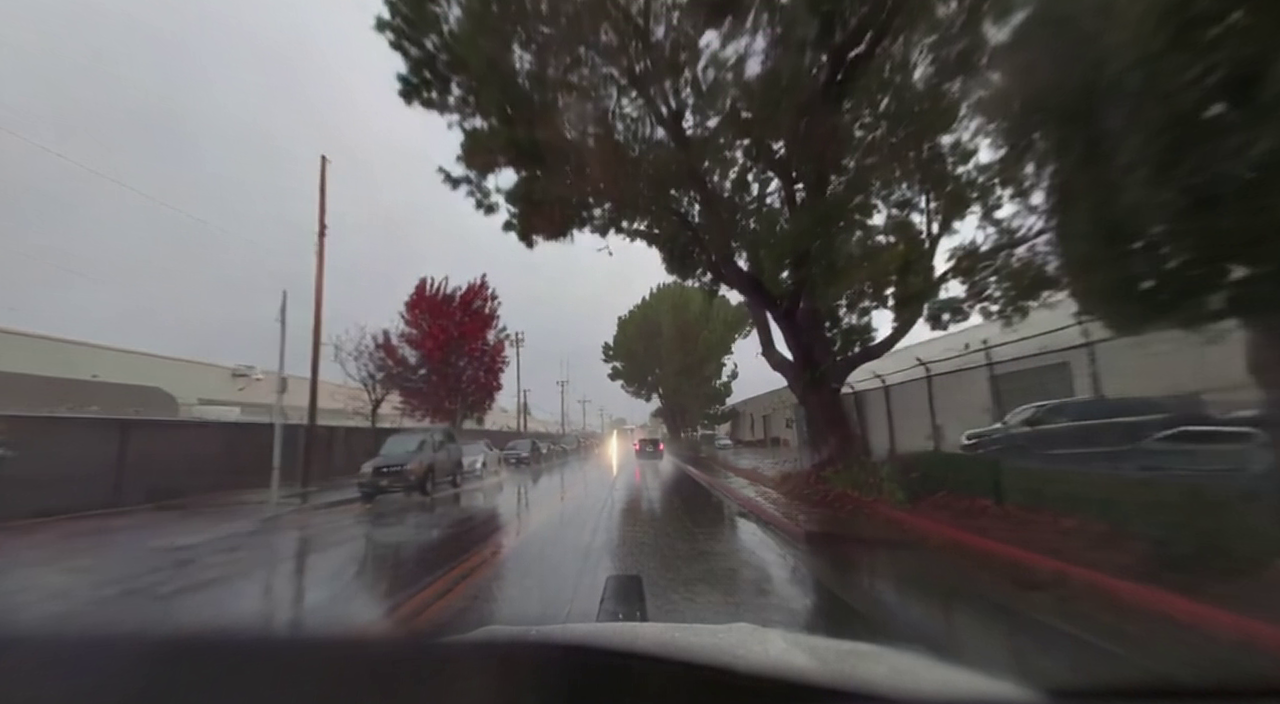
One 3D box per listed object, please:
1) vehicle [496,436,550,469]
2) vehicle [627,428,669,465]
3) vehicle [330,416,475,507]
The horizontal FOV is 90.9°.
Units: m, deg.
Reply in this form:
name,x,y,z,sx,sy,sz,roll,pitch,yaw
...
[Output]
name,x,y,z,sx,sy,sz,roll,pitch,yaw
vehicle,-6.128,5.279,33.491,1.926,1.647,4.185,0,-8,1
vehicle,0.403,5.138,34.554,2.152,1.874,4.042,0,-8,0
vehicle,-6.167,2.927,17.153,2.005,1.989,4.929,-3,-9,1
